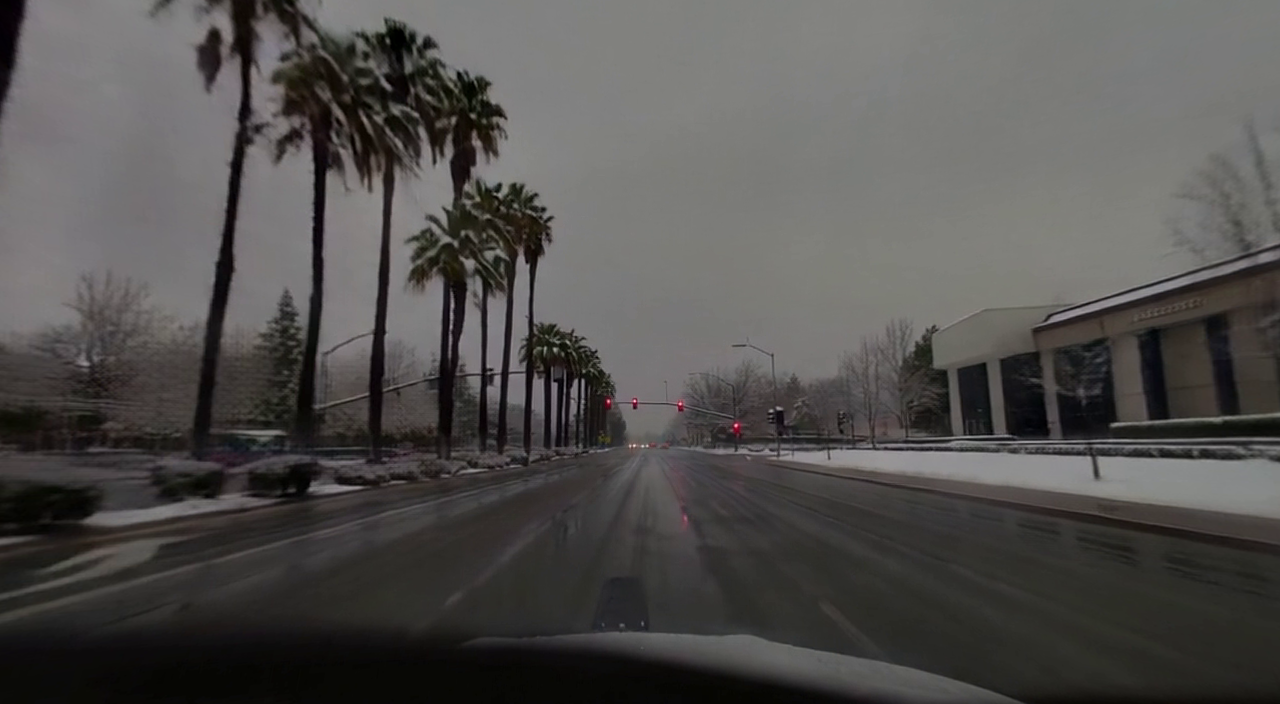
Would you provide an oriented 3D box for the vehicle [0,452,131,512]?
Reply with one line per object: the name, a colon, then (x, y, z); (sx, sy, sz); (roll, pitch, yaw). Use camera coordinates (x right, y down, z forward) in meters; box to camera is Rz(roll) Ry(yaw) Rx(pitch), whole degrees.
vehicle: (-17.560, 3.682, 18.200); (1.928, 1.478, 4.403); (0, -8, 1)
